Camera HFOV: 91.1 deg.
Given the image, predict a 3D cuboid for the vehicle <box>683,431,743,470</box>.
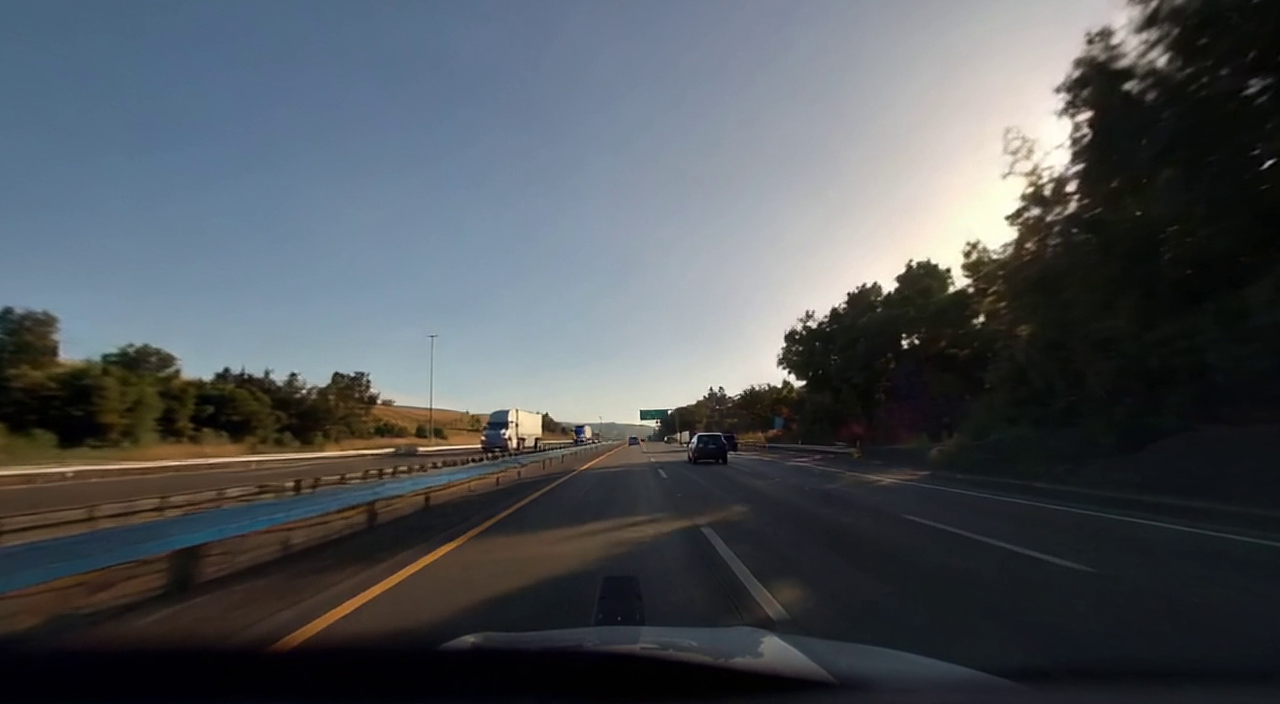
[{"bbox_3d":[3.187,4.389,28.332,2.084,1.583,4.420,0,-8,-1],"label":"vehicle"}]
